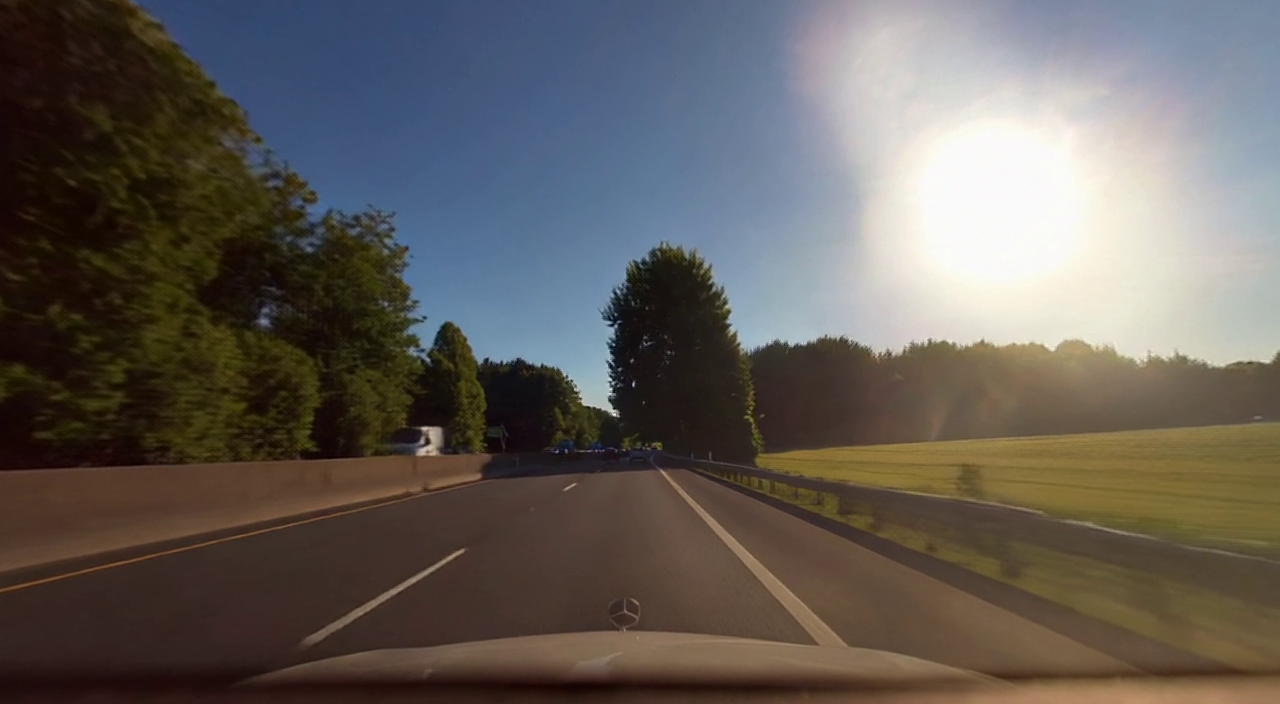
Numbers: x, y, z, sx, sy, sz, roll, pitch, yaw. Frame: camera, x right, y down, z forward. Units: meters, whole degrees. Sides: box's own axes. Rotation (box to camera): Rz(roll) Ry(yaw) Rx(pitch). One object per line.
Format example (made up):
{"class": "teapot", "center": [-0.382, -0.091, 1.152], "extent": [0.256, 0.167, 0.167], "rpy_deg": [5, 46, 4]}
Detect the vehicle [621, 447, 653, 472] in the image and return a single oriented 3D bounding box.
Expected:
{"class": "vehicle", "center": [-0.203, 6.681, 39.268], "extent": [1.853, 1.436, 3.438], "rpy_deg": [0, -9, -1]}

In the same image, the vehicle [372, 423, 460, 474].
{"class": "vehicle", "center": [-12.045, 5.293, 34.690], "extent": [2.236, 2.494, 7.006], "rpy_deg": [0, -9, 0]}
